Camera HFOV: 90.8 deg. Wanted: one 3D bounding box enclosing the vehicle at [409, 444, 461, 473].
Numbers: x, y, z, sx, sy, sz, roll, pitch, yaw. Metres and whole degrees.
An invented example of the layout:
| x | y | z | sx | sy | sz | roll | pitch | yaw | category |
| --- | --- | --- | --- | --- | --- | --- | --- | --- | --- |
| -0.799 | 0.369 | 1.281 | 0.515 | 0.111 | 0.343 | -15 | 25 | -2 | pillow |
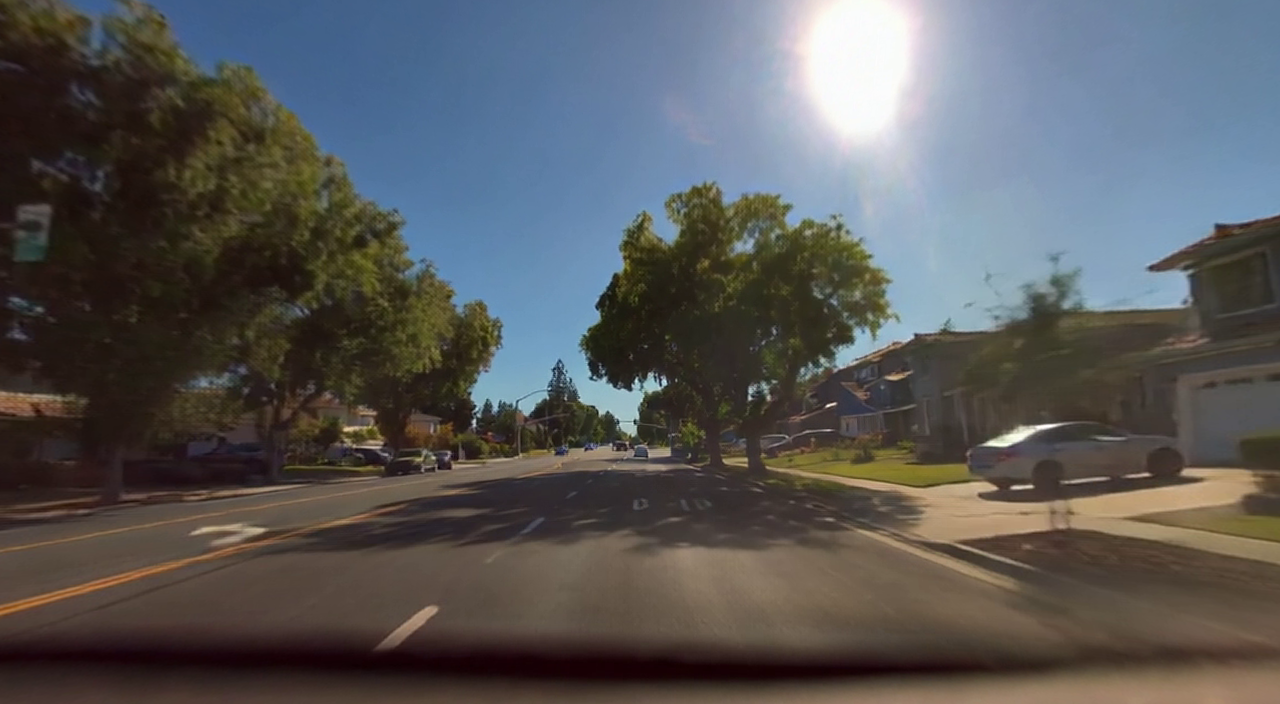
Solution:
| x | y | z | sx | sy | sz | roll | pitch | yaw | category |
| --- | --- | --- | --- | --- | --- | --- | --- | --- | --- |
| -14.487 | 7.509 | 44.953 | 2.008 | 1.908 | 5.305 | 0 | -8 | -1 | vehicle |

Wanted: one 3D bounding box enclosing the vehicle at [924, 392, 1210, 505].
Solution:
| x | y | z | sx | sy | sz | roll | pitch | yaw | category |
| --- | --- | --- | --- | --- | --- | --- | --- | --- | --- |
| 9.201 | 2.095 | 13.911 | 4.790 | 1.681 | 2.029 | -7 | -8 | -5 | vehicle |

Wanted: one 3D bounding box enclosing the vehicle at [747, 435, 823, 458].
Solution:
| x | y | z | sx | sy | sz | roll | pitch | yaw | category |
| --- | --- | --- | --- | --- | --- | --- | --- | --- | --- |
| 9.944 | 6.525 | 43.551 | 4.660 | 1.513 | 2.067 | 0 | -8 | -4 | vehicle |

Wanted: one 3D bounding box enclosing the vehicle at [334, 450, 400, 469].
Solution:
| x | y | z | sx | sy | sz | roll | pitch | yaw | category |
| --- | --- | --- | --- | --- | --- | --- | --- | --- | --- |
| -21.195 | 8.326 | 49.101 | 4.284 | 1.431 | 1.811 | 0 | -8 | 0 | vehicle |

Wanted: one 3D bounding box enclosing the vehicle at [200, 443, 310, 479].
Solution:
| x | y | z | sx | sy | sz | roll | pitch | yaw | category |
| --- | --- | --- | --- | --- | --- | --- | --- | --- | --- |
| -21.219 | 6.002 | 34.966 | 4.756 | 1.869 | 2.042 | -1 | -8 | 3 | vehicle |
